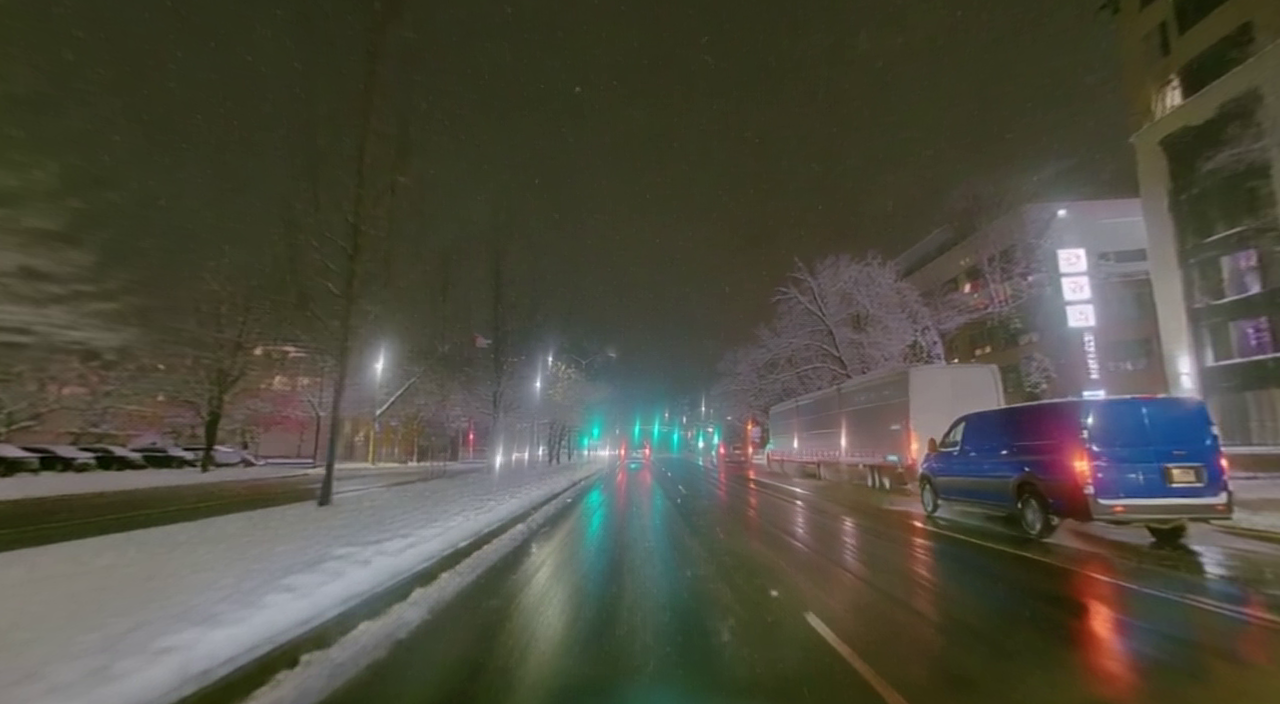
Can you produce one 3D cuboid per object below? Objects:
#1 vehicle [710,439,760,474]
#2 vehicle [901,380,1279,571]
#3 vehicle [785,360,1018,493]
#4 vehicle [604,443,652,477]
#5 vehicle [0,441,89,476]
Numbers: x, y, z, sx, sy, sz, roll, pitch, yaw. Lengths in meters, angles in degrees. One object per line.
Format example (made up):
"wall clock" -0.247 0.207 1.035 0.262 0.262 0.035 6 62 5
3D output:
"vehicle" 4.932 5.458 33.277 2.047 1.711 4.265 0 -8 1
"vehicle" 6.644 1.778 9.935 2.573 2.127 5.568 0 -8 -1
"vehicle" 10.020 3.514 28.038 2.960 4.109 16.764 0 -8 -1
"vehicle" -0.535 5.025 29.593 2.095 1.456 3.873 0 -8 -1
"vehicle" -29.241 4.955 29.682 4.624 1.556 2.207 0 -8 0
